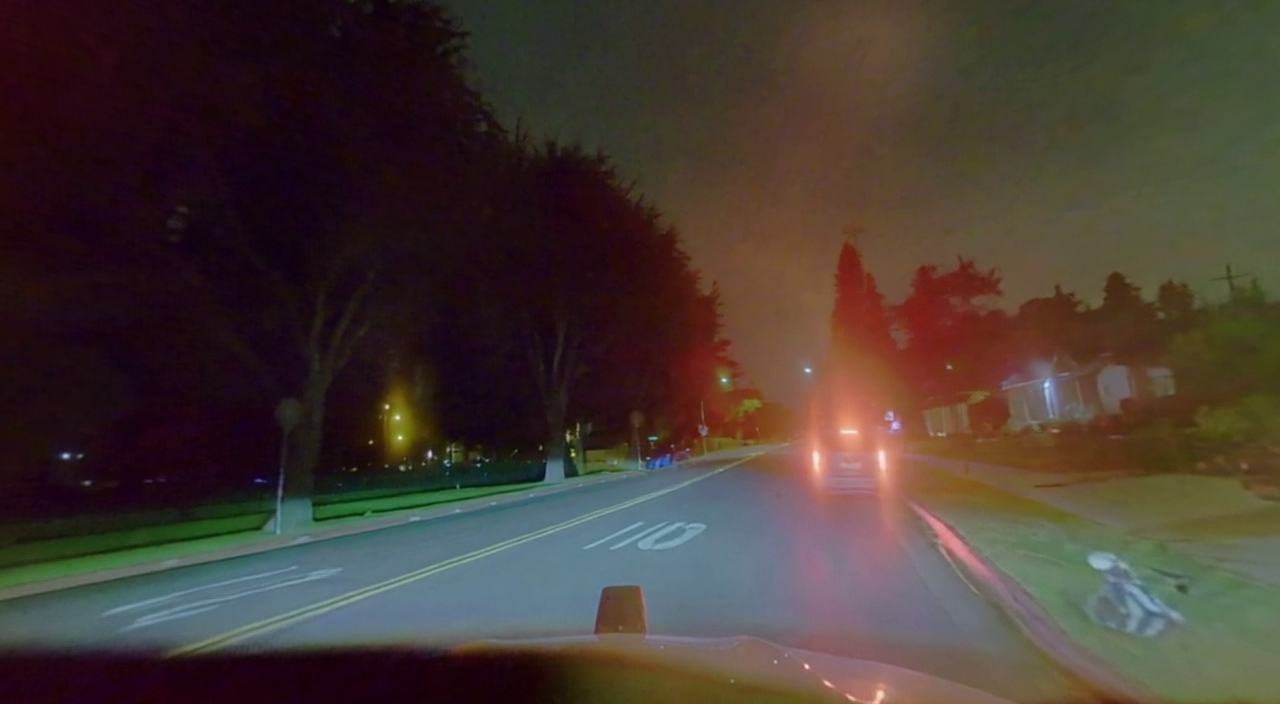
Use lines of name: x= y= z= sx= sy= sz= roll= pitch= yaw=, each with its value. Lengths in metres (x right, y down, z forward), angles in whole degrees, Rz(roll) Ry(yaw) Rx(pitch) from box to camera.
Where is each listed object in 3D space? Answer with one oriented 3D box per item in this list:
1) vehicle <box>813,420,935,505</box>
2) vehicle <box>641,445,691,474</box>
vehicle: x=5.278 y=2.537 z=14.776 sx=2.242 sy=1.661 sz=4.273 roll=-3 pitch=-9 yaw=15
vehicle: x=1.674 y=6.542 z=38.562 sx=2.033 sy=1.456 sz=4.370 roll=-9 pitch=-10 yaw=14
